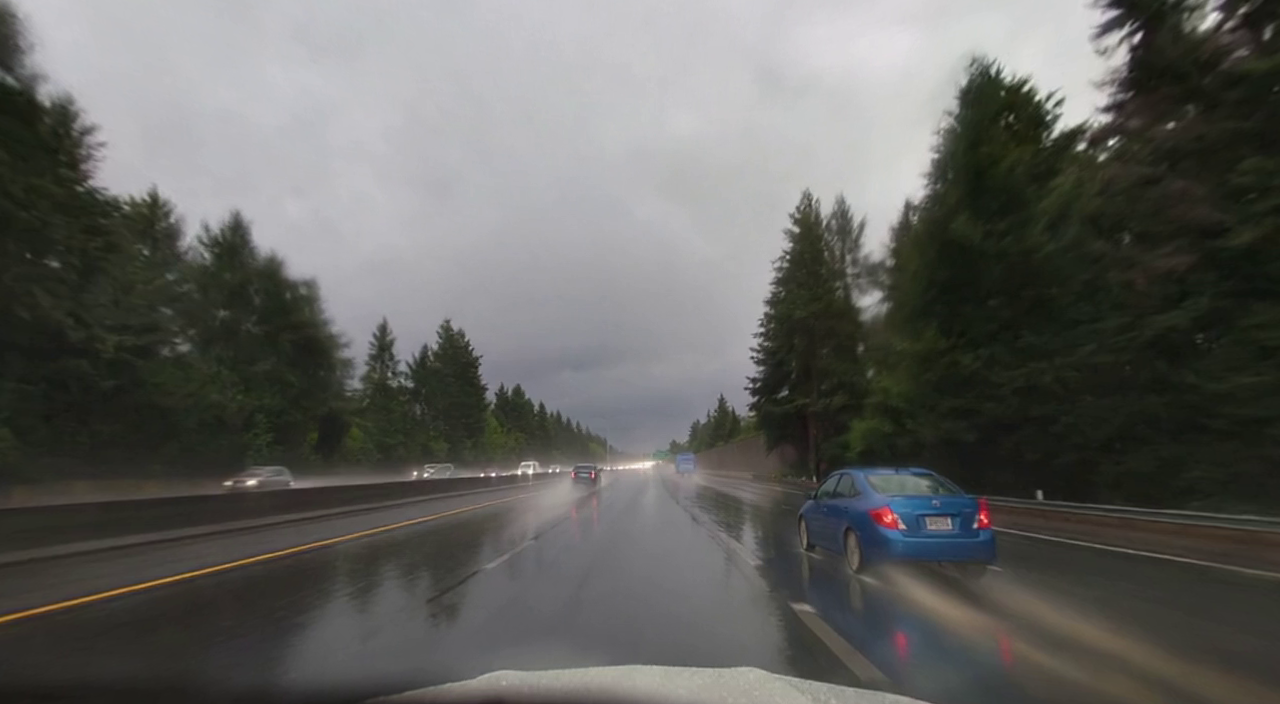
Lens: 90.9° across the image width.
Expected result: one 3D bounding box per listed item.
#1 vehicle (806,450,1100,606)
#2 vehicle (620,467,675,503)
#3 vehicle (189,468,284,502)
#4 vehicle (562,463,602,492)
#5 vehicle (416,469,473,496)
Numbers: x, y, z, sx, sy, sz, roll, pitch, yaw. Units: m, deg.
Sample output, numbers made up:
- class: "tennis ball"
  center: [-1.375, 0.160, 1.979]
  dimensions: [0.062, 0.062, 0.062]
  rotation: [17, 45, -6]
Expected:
- class: "vehicle"
  center: [3.743, 2.174, 8.465]
  dimensions: [1.938, 1.561, 3.786]
  rotation: [1, -10, -1]
- class: "vehicle"
  center: [0.314, 5.754, 27.498]
  dimensions: [2.241, 1.425, 3.973]
  rotation: [1, -10, 0]
- class: "vehicle"
  center: [-19.783, 6.499, 31.120]
  dimensions: [1.882, 1.502, 4.099]
  rotation: [0, -10, 2]
- class: "vehicle"
  center: [-3.539, 7.808, 39.375]
  dimensions: [2.021, 1.706, 4.247]
  rotation: [1, -10, 1]
- class: "vehicle"
  center: [-11.559, 7.723, 37.577]
  dimensions: [1.873, 1.471, 4.551]
  rotation: [0, -10, 1]
